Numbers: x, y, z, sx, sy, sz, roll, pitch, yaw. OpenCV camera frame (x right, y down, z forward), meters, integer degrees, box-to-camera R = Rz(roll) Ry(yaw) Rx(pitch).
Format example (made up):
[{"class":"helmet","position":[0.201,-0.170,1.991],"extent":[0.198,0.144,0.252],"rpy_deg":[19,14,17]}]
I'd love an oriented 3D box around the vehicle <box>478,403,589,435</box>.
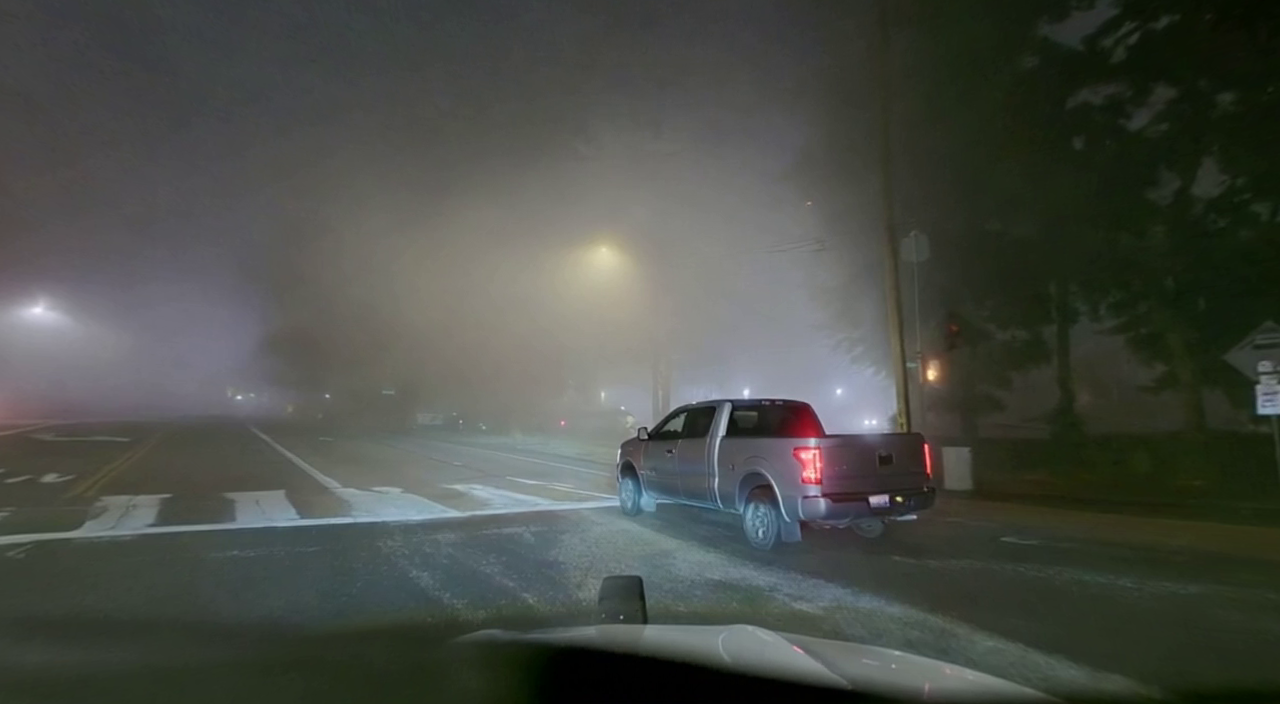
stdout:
[{"class":"vehicle","position":[-7.783,5.002,46.647],"extent":[7.551,2.142,2.896],"rpy_deg":[5,-8,-35]}]

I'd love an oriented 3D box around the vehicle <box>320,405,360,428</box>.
[{"class":"vehicle","position":[-21.666,4.685,45.535],"extent":[1.842,1.467,4.633],"rpy_deg":[6,-10,-34]}]

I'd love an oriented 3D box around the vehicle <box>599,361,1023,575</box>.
[{"class":"vehicle","position":[1.696,1.483,8.799],"extent":[2.402,1.922,5.677],"rpy_deg":[5,-10,-28]}]
